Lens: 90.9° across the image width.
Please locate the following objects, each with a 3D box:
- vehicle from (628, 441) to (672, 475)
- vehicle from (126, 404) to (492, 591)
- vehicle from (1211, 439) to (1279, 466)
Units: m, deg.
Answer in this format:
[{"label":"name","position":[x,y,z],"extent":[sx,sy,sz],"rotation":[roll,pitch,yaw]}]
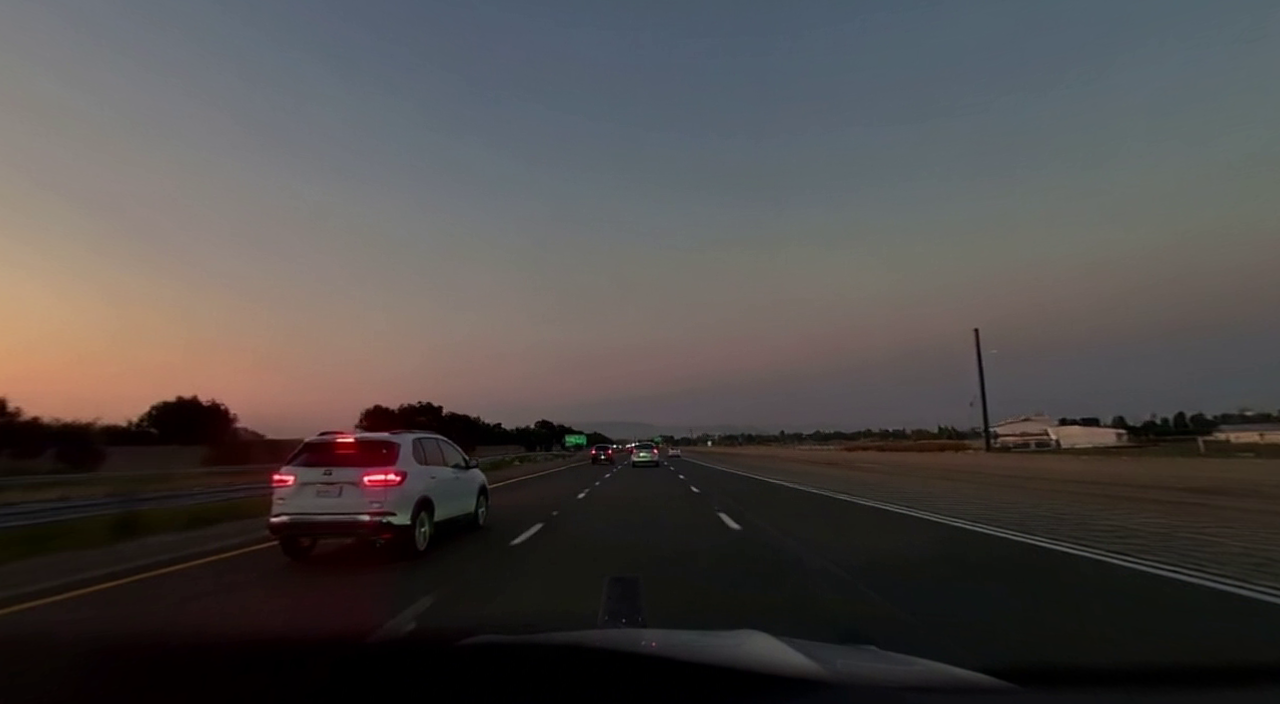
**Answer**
[{"label":"vehicle","position":[0.454,5.170,31.076],"extent":[2.000,1.558,3.945],"rotation":[0,-8,0]},{"label":"vehicle","position":[-3.691,1.721,8.357],"extent":[2.239,1.761,4.620],"rotation":[0,-8,1]},{"label":"vehicle","position":[49.196,7.876,49.704],"extent":[6.054,1.882,2.157],"rotation":[-3,-9,0]}]
